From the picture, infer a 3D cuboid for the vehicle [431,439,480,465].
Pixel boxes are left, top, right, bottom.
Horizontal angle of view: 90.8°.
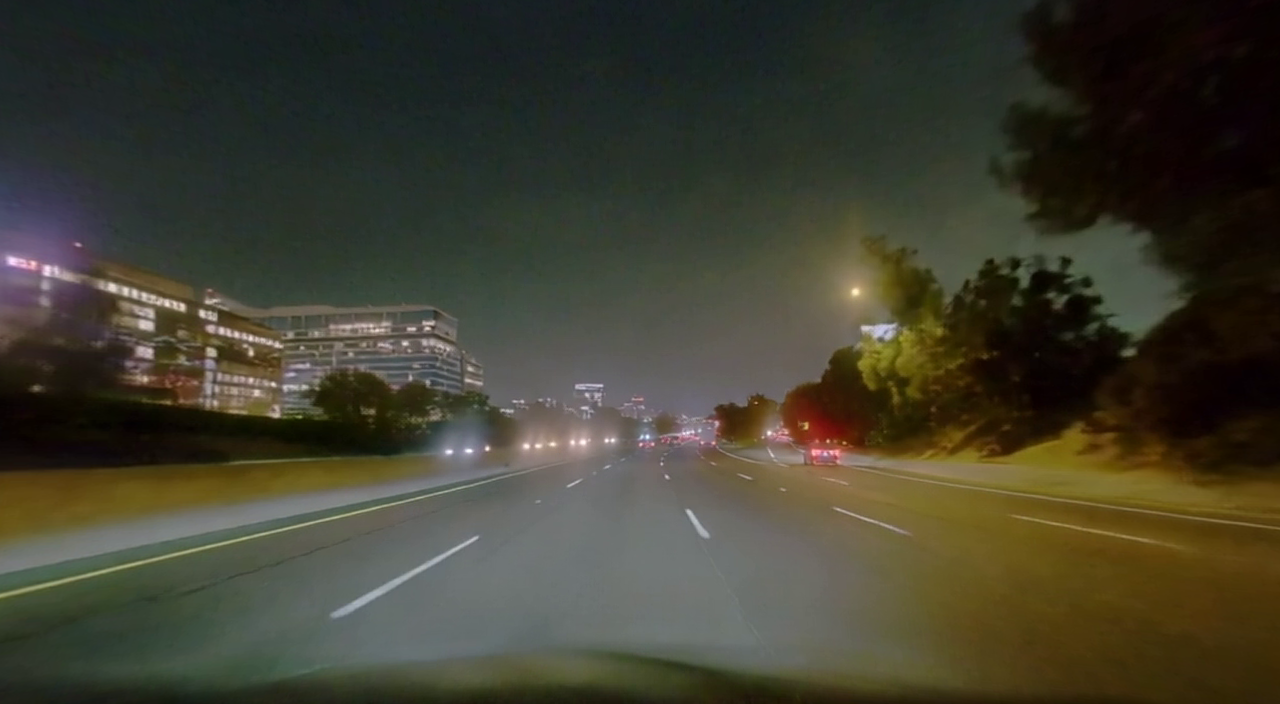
[{"bbox_3d":[-11.881,6.443,40.936,1.824,1.596,3.948,0,-8,3],"label":"vehicle"}]
